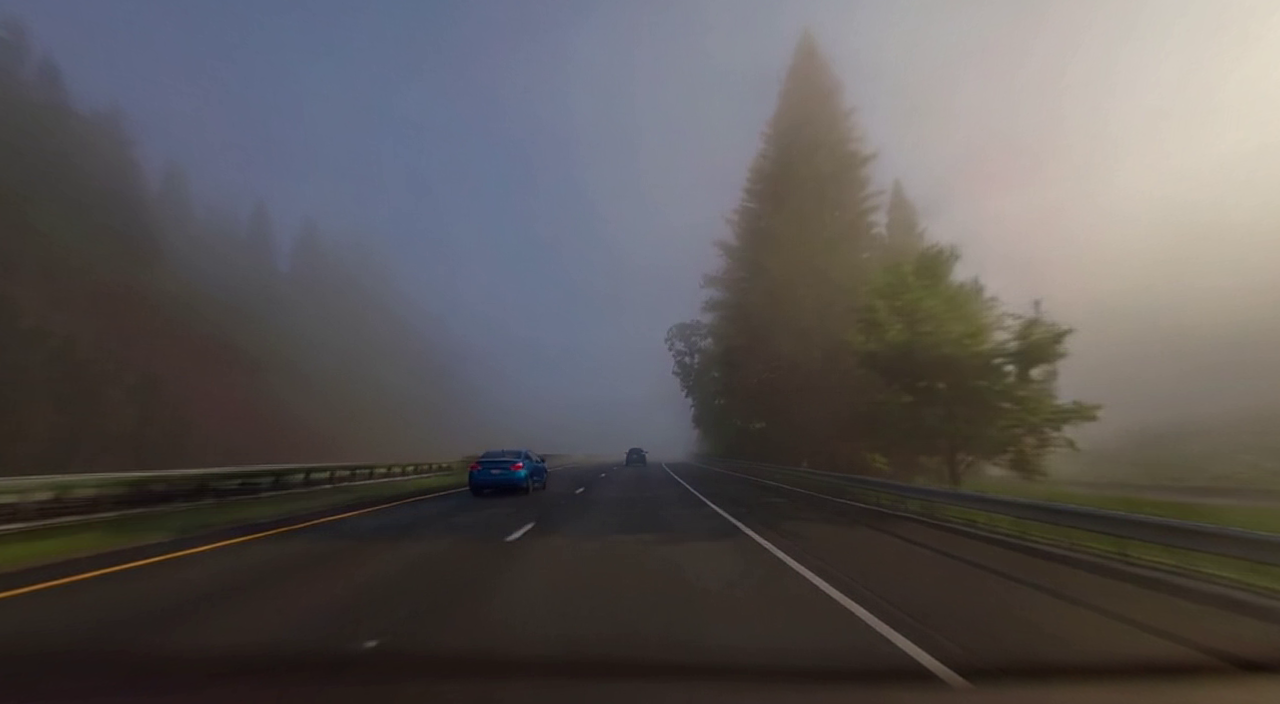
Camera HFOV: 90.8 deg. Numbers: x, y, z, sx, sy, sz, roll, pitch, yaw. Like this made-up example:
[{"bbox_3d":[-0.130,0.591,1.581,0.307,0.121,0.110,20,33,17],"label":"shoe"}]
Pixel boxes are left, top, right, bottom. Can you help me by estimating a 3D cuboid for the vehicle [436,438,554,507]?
[{"bbox_3d":[-3.615,3.083,16.600,2.088,1.586,4.000,0,-9,1],"label":"vehicle"}]
